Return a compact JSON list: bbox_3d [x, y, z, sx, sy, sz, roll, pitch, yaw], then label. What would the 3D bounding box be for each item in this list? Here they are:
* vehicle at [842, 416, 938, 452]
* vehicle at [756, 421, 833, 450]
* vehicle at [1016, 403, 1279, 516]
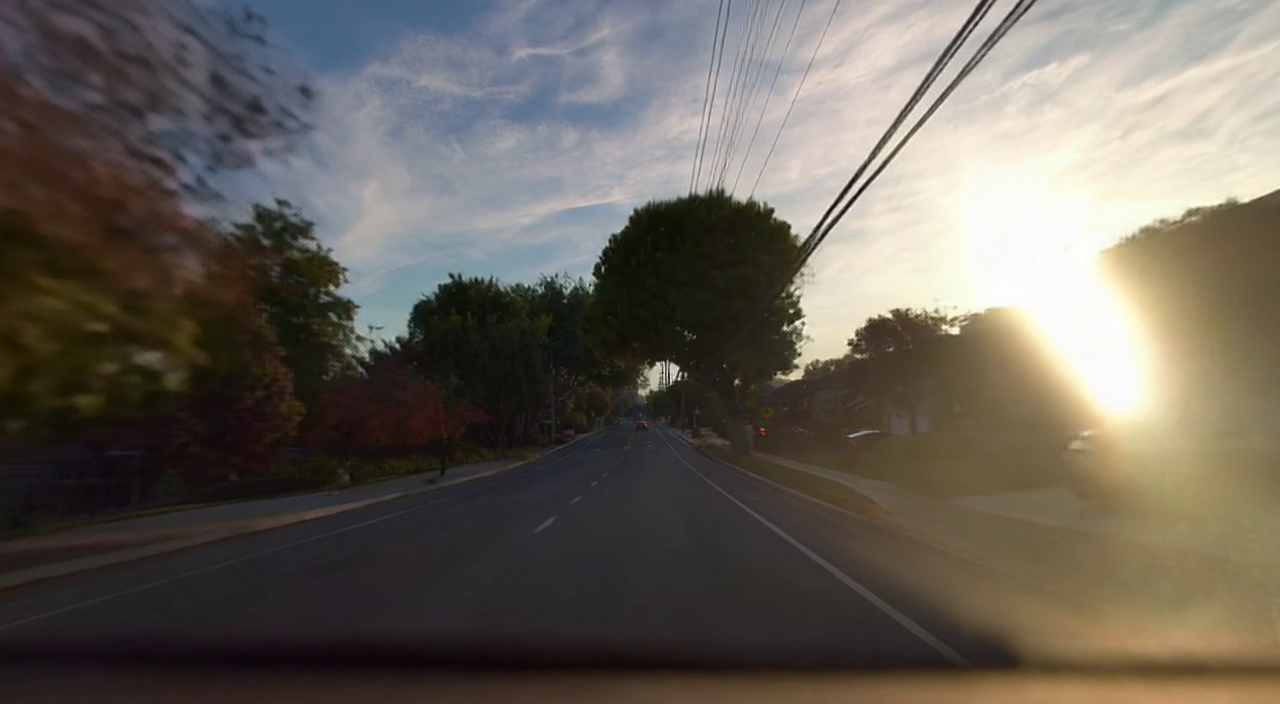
[{"bbox_3d":[15.124,5.013,38.139,5.046,1.548,2.174,-10,-13,24],"label":"vehicle"},{"bbox_3d":[10.743,5.800,43.887,4.707,1.794,2.303,-4,-4,30],"label":"vehicle"},{"bbox_3d":[9.716,1.901,11.355,4.512,1.828,2.038,0,-8,0],"label":"vehicle"}]
